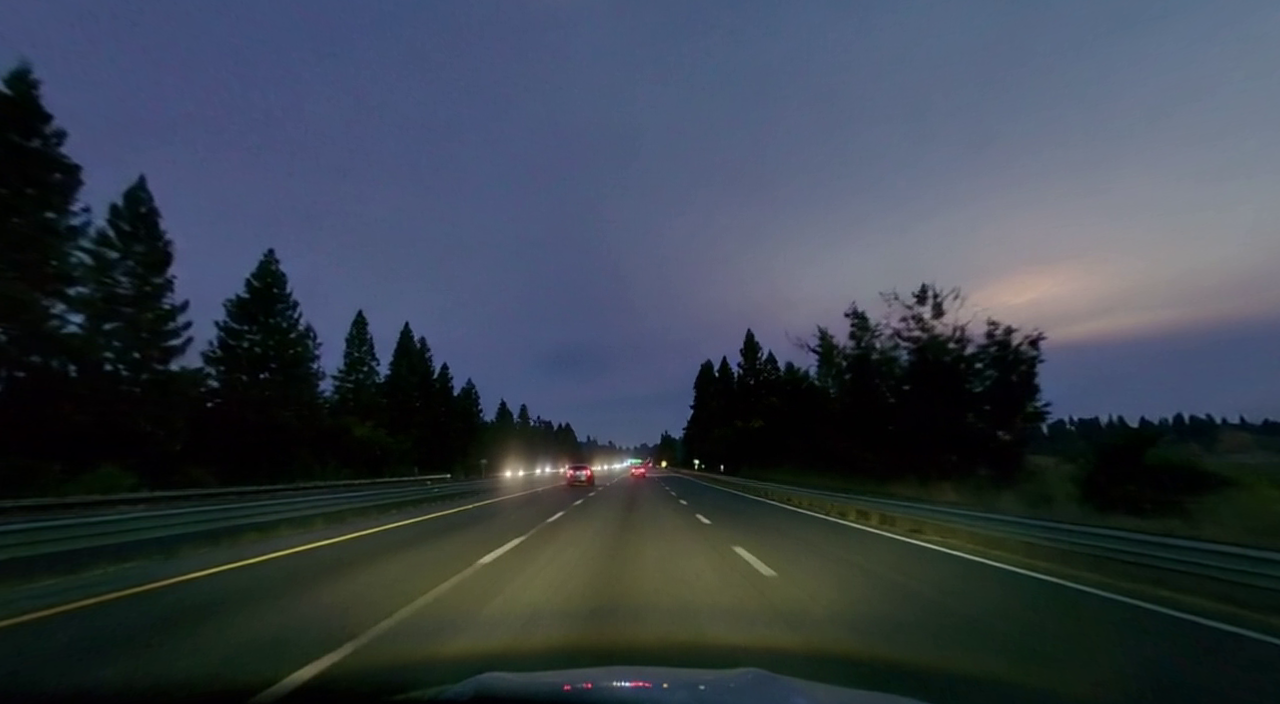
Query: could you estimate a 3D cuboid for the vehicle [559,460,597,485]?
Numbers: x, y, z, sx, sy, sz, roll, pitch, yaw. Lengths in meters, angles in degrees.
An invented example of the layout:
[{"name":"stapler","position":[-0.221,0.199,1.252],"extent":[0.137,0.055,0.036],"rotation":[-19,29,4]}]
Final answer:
[{"name":"vehicle","position":[-4.037,8.004,41.941],"extent":[2.081,1.586,4.245],"rotation":[1,-10,0]}]
